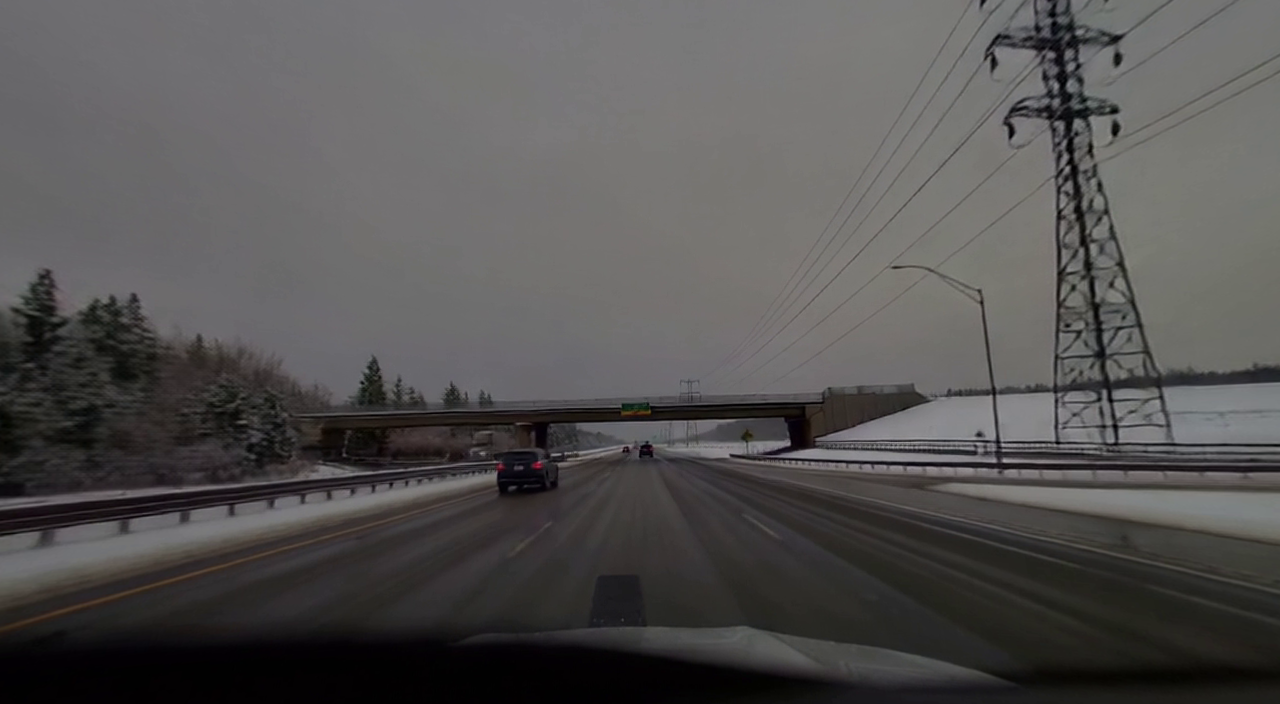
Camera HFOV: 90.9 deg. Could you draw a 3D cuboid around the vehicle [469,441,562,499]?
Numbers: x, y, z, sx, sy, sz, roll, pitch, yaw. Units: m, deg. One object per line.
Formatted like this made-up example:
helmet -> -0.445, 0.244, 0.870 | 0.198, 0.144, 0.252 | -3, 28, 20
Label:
vehicle -> -3.631, 3.524, 19.179 | 1.924, 1.550, 4.165 | 0, -9, 1
